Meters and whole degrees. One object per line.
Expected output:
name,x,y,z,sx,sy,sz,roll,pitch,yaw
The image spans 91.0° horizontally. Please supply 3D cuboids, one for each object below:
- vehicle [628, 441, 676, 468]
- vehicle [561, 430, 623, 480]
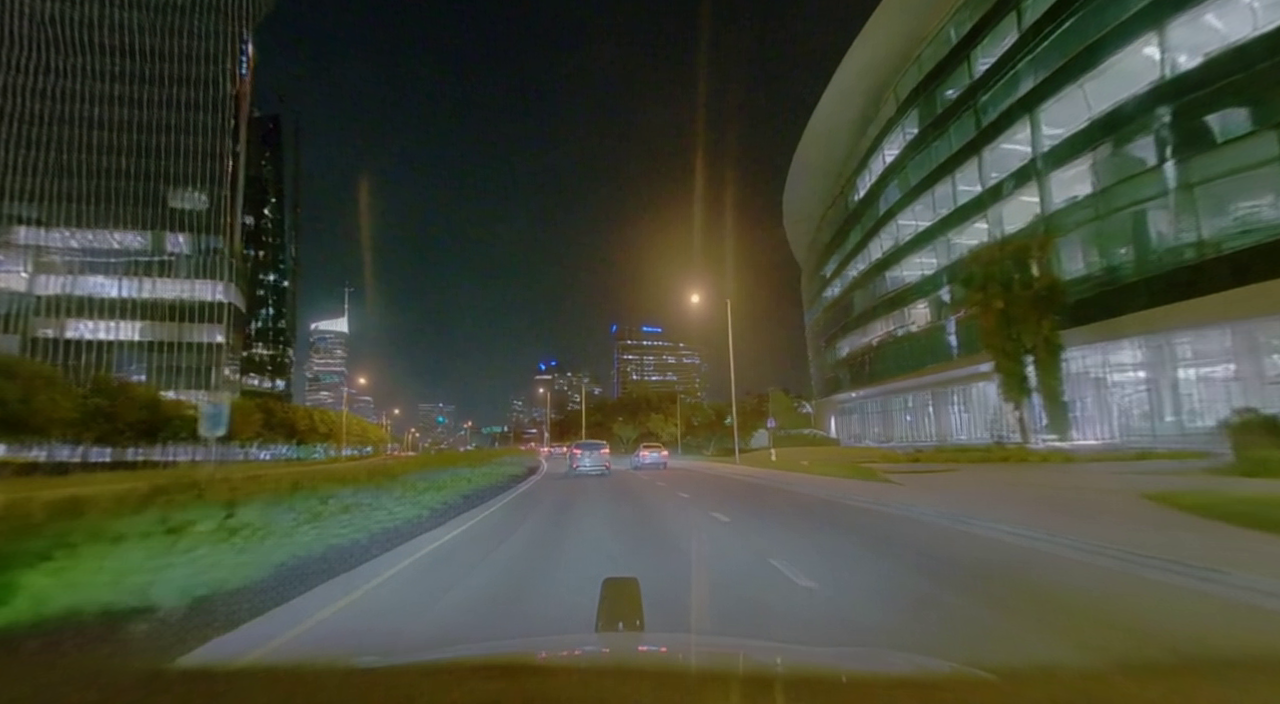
vehicle,0.668,6.280,38.750,2.116,1.506,4.355,2,-9,-10
vehicle,-1.924,3.997,24.562,2.173,1.761,4.374,1,-9,-6
